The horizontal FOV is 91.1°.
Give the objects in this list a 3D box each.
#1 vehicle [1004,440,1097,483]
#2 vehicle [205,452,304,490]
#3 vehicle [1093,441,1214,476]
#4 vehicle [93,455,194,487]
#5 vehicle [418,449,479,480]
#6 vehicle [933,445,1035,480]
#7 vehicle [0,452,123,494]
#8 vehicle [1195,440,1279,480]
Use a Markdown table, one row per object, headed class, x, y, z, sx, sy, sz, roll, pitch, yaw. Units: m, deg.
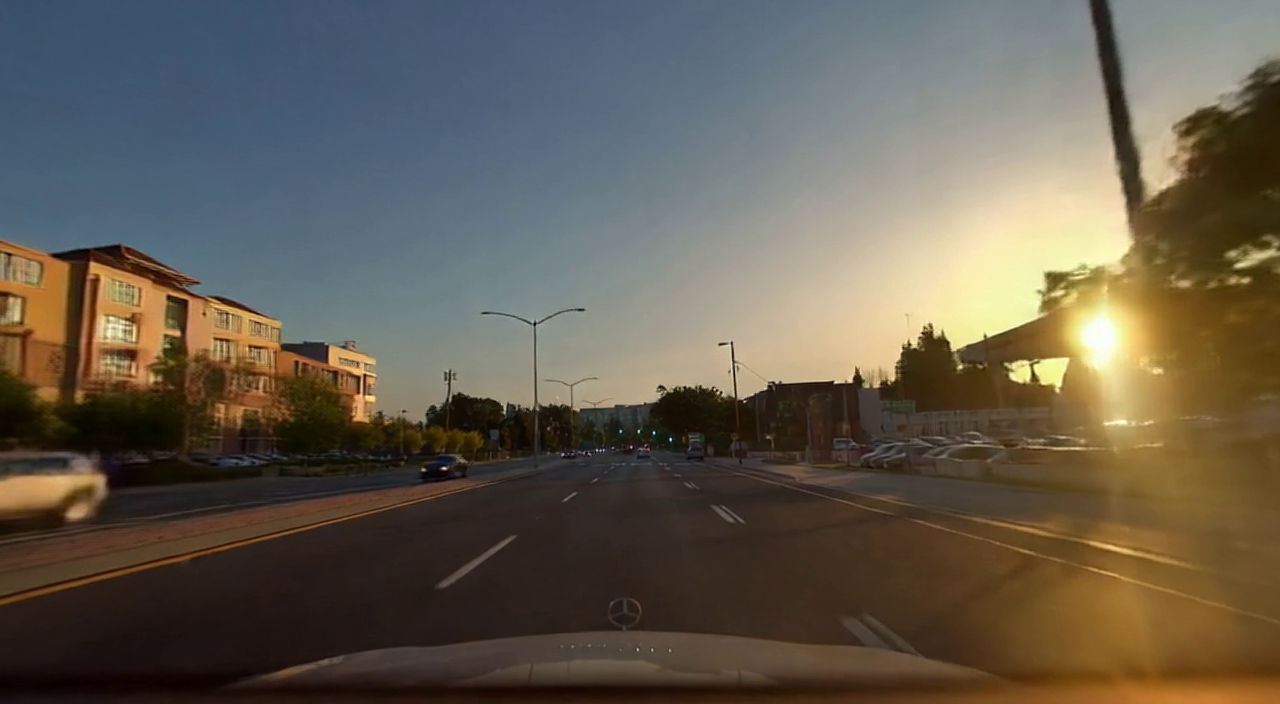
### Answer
| class | x | y | z | sx | sy | sz | roll | pitch | yaw |
| --- | --- | --- | --- | --- | --- | --- | --- | --- | --- |
| vehicle | 18.664 | 4.926 | 28.541 | 3.754 | 1.844 | 2.002 | 5 | -10 | -31 |
| vehicle | -20.035 | 6.173 | 32.916 | 2.218 | 1.788 | 4.604 | 0 | -9 | 0 |
| vehicle | 27.289 | 5.664 | 33.499 | 4.478 | 1.746 | 2.159 | 0 | -8 | 0 |
| vehicle | -30.815 | 7.367 | 39.122 | 4.584 | 1.790 | 1.858 | 5 | -10 | -30 |
| vehicle | -9.678 | 5.686 | 32.075 | 1.880 | 1.461 | 4.446 | 0 | -9 | -3 |
| vehicle | 16.653 | 5.292 | 30.381 | 4.313 | 1.584 | 2.282 | 5 | -10 | -29 |
| vehicle | -29.616 | 6.084 | 31.902 | 5.319 | 1.985 | 2.410 | -3 | -9 | 16 |
| vehicle | 26.869 | 4.613 | 27.039 | 4.057 | 1.647 | 1.981 | 0 | -8 | -3 |
